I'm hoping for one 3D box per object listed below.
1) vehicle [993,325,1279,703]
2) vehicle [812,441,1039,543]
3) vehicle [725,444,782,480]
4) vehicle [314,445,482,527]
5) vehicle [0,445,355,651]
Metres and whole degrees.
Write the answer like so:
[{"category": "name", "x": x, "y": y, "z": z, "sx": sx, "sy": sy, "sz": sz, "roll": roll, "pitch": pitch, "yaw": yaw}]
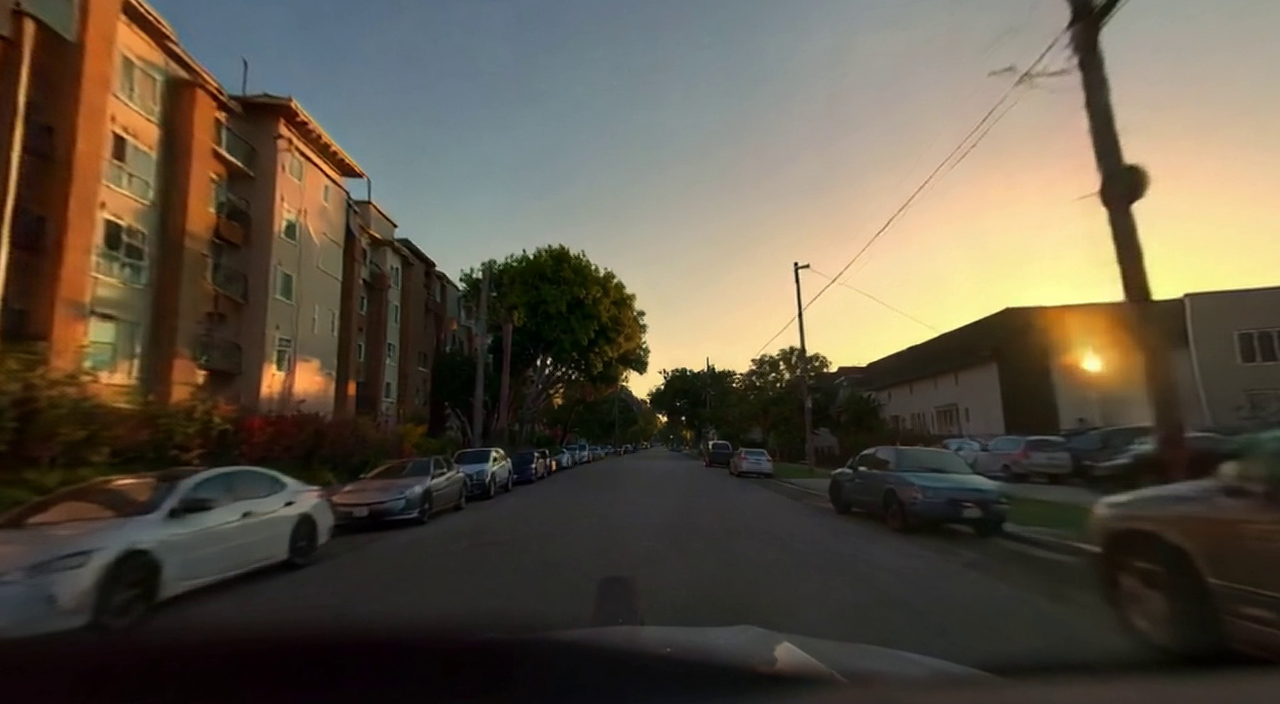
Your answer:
[{"category": "vehicle", "x": 4.494, "y": 0.807, "z": 2.720, "sx": 2.570, "sy": 2.005, "sz": 6.020, "roll": 0, "pitch": -8, "yaw": 1}, {"category": "vehicle", "x": 4.882, "y": 2.433, "z": 11.806, "sx": 2.026, "sy": 1.474, "sz": 4.859, "roll": 0, "pitch": -8, "yaw": 1}, {"category": "vehicle", "x": 5.198, "y": 5.070, "z": 29.507, "sx": 1.991, "sy": 1.525, "sz": 5.203, "roll": -1, "pitch": -8, "yaw": 3}, {"category": "vehicle", "x": -5.088, "y": 2.852, "z": 14.074, "sx": 1.997, "sy": 1.497, "sz": 4.437, "roll": 0, "pitch": -9, "yaw": 0}, {"category": "vehicle", "x": -5.298, "y": 1.814, "z": 7.078, "sx": 2.031, "sy": 1.505, "sz": 4.540, "roll": 0, "pitch": -8, "yaw": 1}]
